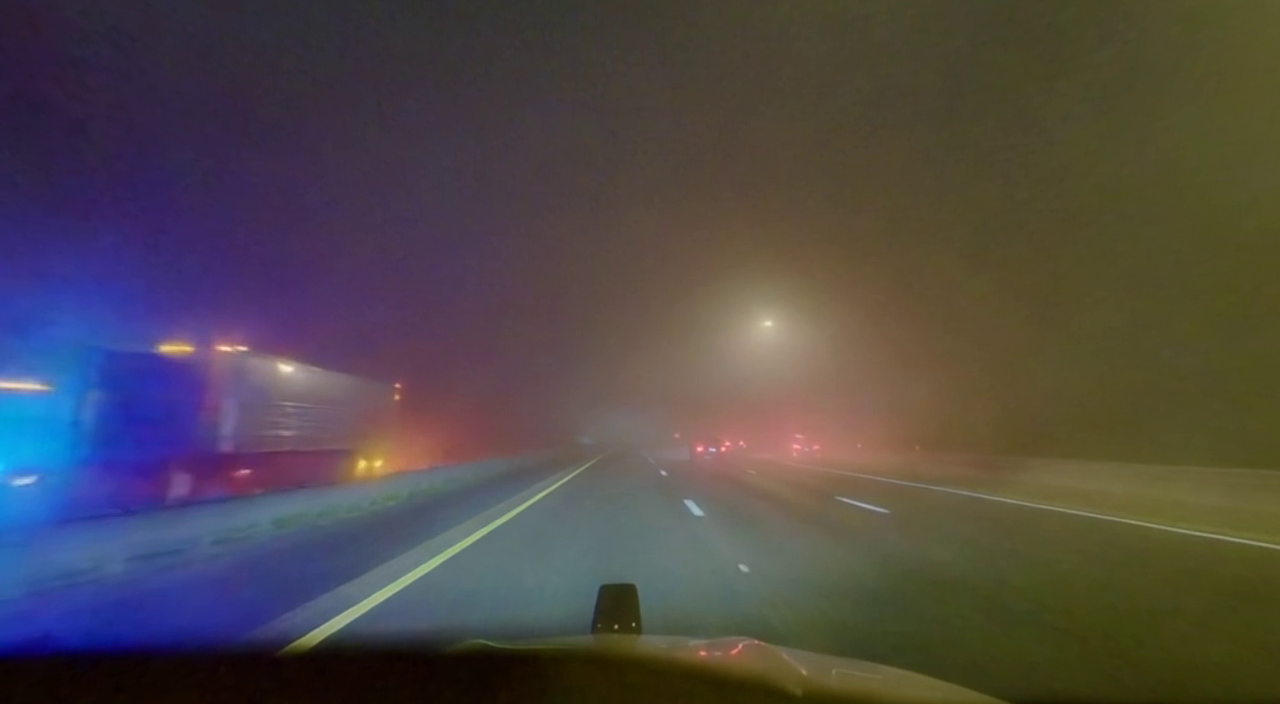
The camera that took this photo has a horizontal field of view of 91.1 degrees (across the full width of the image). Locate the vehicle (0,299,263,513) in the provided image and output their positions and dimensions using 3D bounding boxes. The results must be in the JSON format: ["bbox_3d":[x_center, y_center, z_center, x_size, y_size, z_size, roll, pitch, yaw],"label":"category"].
[{"bbox_3d":[-12.350,1.387,14.853,2.955,4.003,6.220,0,-8,-1],"label":"vehicle"}]

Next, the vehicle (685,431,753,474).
[{"bbox_3d":[3.095,4.038,25.586,2.084,1.583,4.420,0,-8,-1],"label":"vehicle"}]
